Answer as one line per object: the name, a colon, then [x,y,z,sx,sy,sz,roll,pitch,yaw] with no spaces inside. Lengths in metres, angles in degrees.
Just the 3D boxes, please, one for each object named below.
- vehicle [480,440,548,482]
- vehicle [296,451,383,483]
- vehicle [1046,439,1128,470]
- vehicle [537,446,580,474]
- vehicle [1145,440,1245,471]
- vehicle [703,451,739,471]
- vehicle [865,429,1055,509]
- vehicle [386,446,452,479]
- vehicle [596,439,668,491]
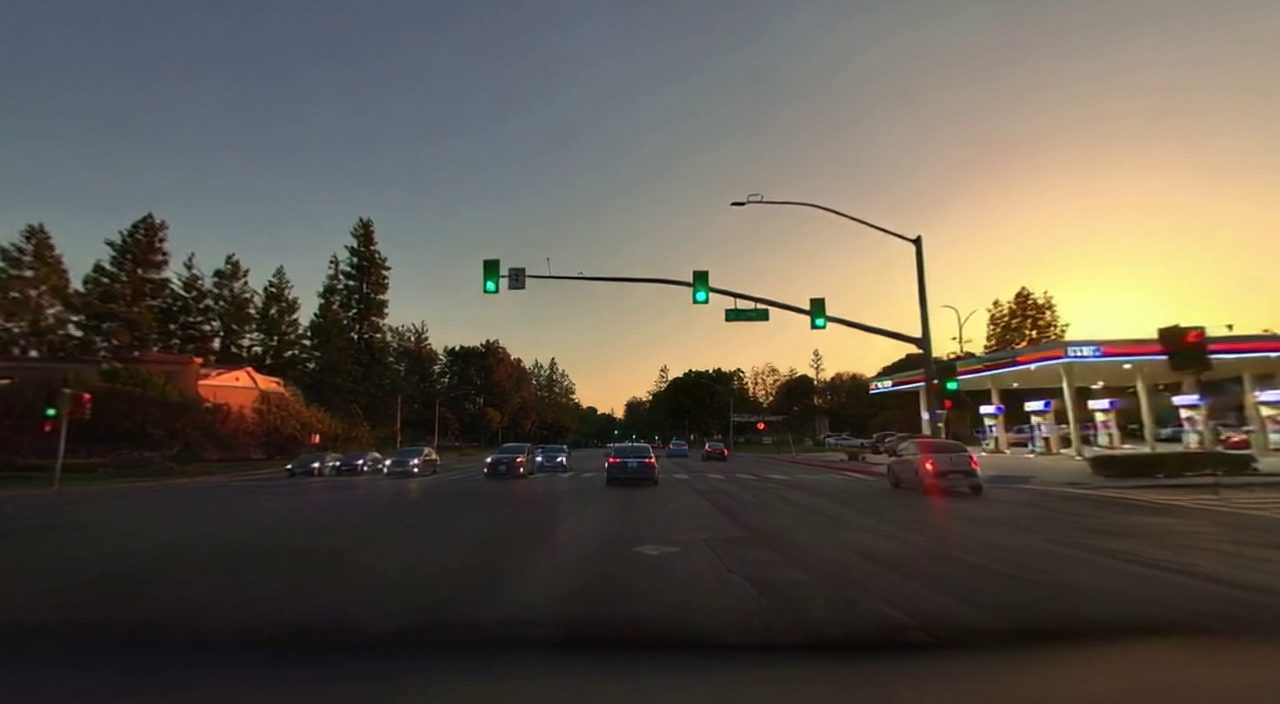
vehicle: [-5.483,4.796,28.100,1.990,1.673,4.436,0,-9,1]
vehicle: [-14.845,5.670,31.543,2.001,1.463,4.673,0,-9,0]
vehicle: [26.000,5.963,36.751,4.246,1.686,1.910,4,-10,-25]
vehicle: [-5.209,6.987,41.024,2.137,1.685,4.587,0,-9,0]
vehicle: [27.720,5.154,31.555,4.512,1.468,1.909,4,-9,-24]
vehicle: [6.322,8.558,49.749,2.143,1.508,4.274,0,-9,-2]
vehicle: [6.800,2.535,14.101,1.890,1.489,4.396,0,-9,-1]
vehicle: [-11.822,5.919,34.077,1.944,1.647,4.395,0,-9,0]
vehicle: [-0.273,3.509,19.856,2.040,1.451,3.736,0,-9,-1]
